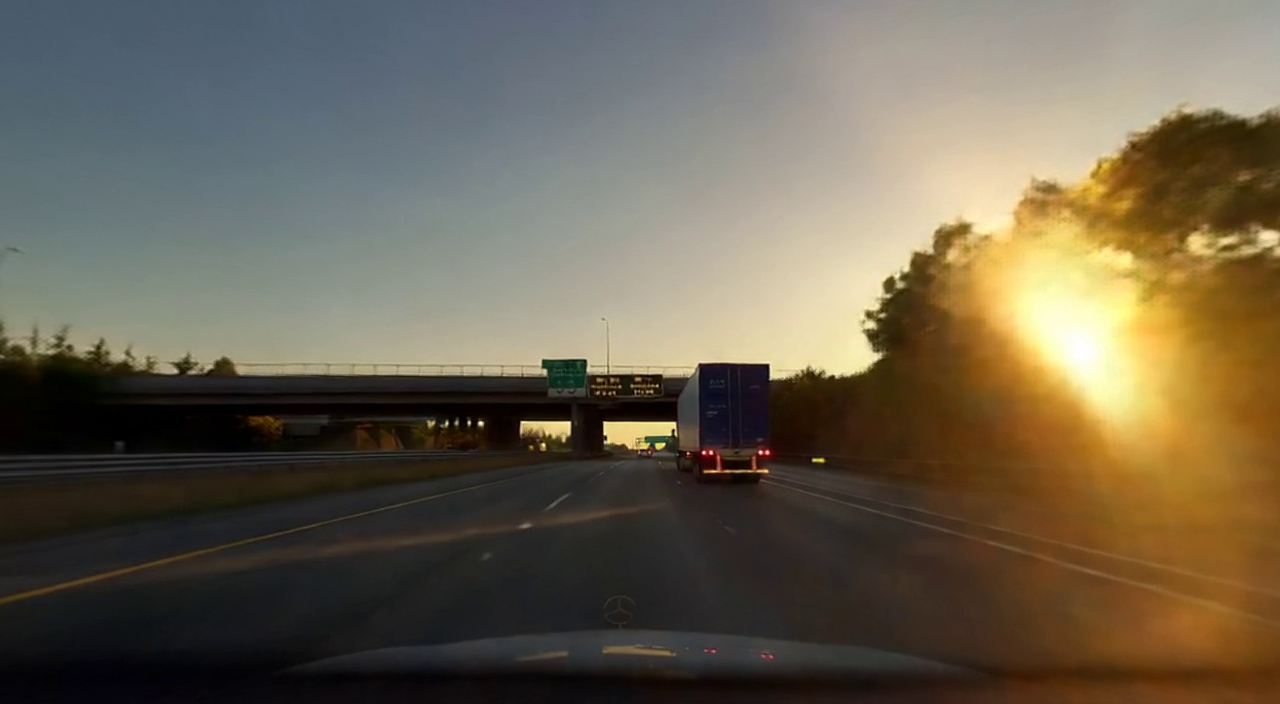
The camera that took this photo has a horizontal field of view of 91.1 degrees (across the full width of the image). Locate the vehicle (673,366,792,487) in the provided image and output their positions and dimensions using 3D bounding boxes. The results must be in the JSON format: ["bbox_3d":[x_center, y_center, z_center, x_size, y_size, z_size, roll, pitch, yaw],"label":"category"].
[{"bbox_3d":[3.426,3.582,28.186,3.244,4.020,14.561,0,-9,0],"label":"vehicle"}]
